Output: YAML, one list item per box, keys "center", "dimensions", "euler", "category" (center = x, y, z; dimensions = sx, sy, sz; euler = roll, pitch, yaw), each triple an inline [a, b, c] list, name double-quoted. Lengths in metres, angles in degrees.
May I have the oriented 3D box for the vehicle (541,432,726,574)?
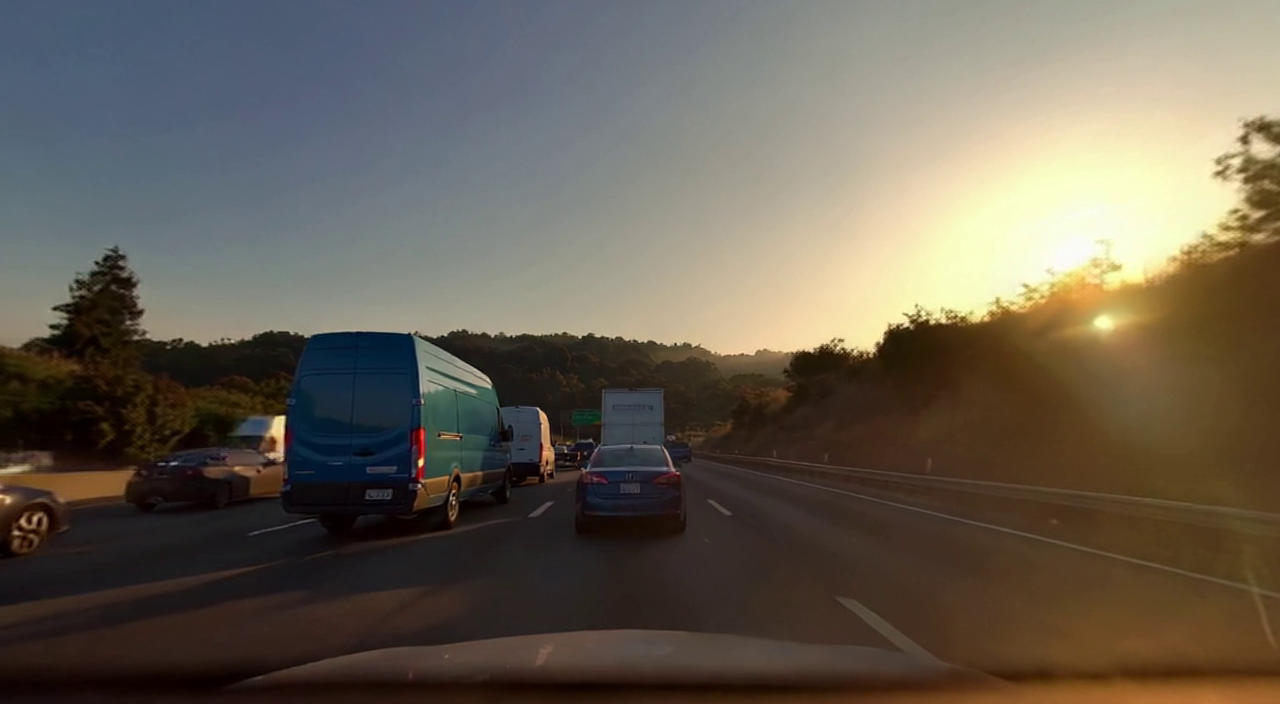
- center: [-0.097, 1.905, 8.604]
  dimensions: [1.995, 1.495, 3.380]
  euler: [0, -9, -1]
  category: "vehicle"

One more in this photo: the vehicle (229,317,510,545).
- center: [-4.083, 1.472, 11.356]
  dimensions: [2.254, 2.879, 6.656]
  euler: [0, -9, -2]
  category: "vehicle"

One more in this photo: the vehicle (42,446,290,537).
- center: [-8.905, 2.600, 12.393]
  dimensions: [1.797, 1.466, 3.924]
  euler: [0, -9, 0]
  category: "vehicle"
